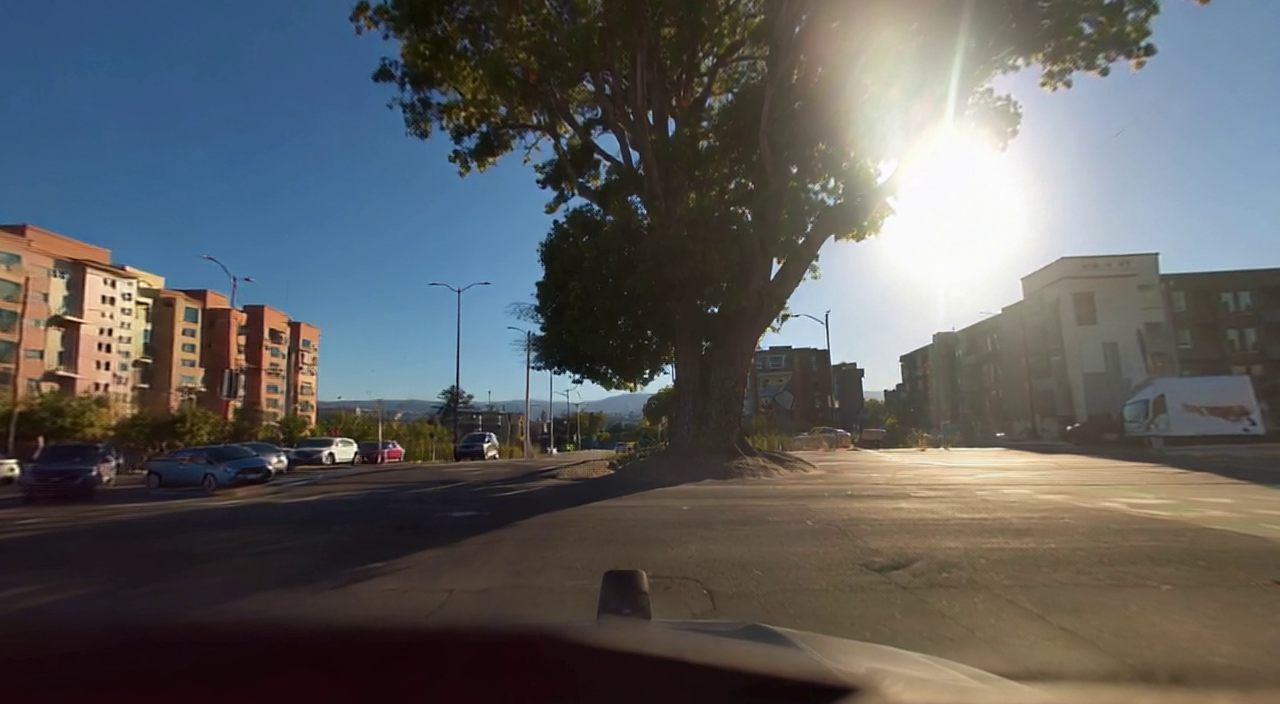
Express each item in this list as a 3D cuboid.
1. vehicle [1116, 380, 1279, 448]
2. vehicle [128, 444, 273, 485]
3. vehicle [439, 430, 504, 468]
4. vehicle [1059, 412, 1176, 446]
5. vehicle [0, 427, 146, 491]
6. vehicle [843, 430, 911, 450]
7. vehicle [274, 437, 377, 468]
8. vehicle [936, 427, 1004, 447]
[{"bbox_3d":[33.607,3.548,35.906,10.986,3.604,2.707,0,-8,-5],"label":"vehicle"},{"bbox_3d":[-16.282,4.170,23.461,4.233,1.432,1.755,-1,-9,6],"label":"vehicle"},{"bbox_3d":[-8.213,4.825,31.244,2.156,1.620,4.945,3,-9,-4],"label":"vehicle"},{"bbox_3d":[29.454,4.774,39.017,5.277,2.032,2.408,0,-7,-2],"label":"vehicle"},{"bbox_3d":[-21.446,4.045,23.919,3.506,2.261,2.158,-1,-9,5],"label":"vehicle"},{"bbox_3d":[18.550,6.903,49.491,4.528,1.458,1.939,1,-7,-4],"label":"vehicle"},{"bbox_3d":[-17.237,5.536,34.786,2.010,1.583,4.582,-6,-11,34],"label":"vehicle"},{"bbox_3d":[26.083,6.741,49.855,4.323,1.507,1.896,0,-9,-3],"label":"vehicle"}]
